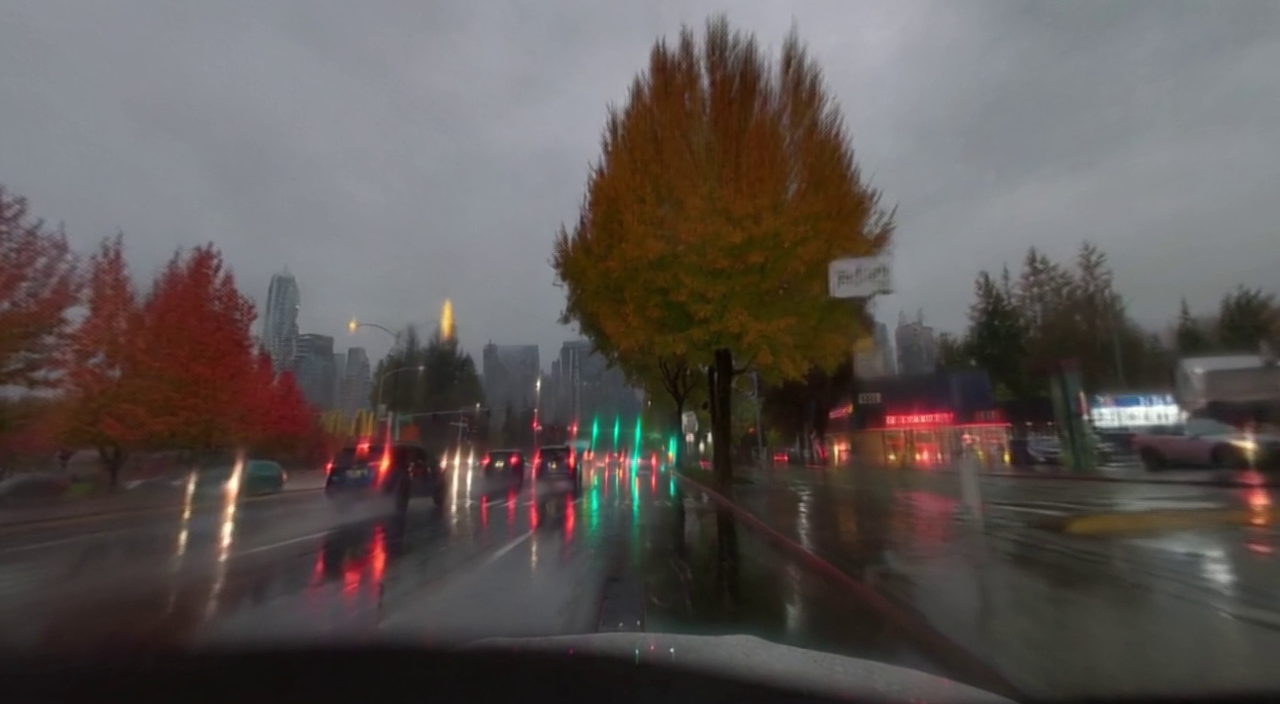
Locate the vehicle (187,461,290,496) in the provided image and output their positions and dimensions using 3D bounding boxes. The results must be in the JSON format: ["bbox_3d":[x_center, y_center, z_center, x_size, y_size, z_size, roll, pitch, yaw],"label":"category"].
[{"bbox_3d":[-19.842,6.232,31.427,1.852,1.507,4.791,0,-9,1],"label":"vehicle"}]

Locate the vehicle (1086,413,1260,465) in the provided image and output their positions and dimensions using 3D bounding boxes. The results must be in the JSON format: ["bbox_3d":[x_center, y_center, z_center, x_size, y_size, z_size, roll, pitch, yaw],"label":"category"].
[{"bbox_3d":[25.508,4.272,30.448,5.755,2.030,2.287,-6,-12,17],"label":"vehicle"}]

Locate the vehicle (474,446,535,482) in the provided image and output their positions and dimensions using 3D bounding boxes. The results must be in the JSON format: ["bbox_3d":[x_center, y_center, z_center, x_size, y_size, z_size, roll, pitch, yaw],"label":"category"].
[{"bbox_3d":[-7.017,5.870,33.181,2.069,1.719,4.441,0,-9,2],"label":"vehicle"}]

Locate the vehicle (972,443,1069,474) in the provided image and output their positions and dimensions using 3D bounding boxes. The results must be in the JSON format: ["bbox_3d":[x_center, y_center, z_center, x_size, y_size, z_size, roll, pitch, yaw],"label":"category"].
[{"bbox_3d":[20.347,5.706,33.892,1.899,1.521,4.410,2,-9,-11],"label":"vehicle"}]

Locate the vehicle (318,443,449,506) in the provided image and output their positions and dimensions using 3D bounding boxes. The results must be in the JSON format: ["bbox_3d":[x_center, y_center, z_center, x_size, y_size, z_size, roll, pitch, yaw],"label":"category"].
[{"bbox_3d":[-7.255,3.492,18.374,1.932,1.596,4.247,0,-9,1],"label":"vehicle"}]

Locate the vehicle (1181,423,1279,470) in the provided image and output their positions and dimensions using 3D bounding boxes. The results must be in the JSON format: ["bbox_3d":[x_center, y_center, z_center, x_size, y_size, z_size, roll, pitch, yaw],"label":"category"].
[{"bbox_3d":[21.603,3.291,21.816,3.875,1.540,1.894,1,-9,0],"label":"vehicle"}]

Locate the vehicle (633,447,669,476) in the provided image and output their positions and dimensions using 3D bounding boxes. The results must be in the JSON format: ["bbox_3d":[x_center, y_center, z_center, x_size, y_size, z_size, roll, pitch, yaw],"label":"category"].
[{"bbox_3d":[0.643,6.898,39.713,2.144,1.704,4.028,0,-9,0],"label":"vehicle"}]

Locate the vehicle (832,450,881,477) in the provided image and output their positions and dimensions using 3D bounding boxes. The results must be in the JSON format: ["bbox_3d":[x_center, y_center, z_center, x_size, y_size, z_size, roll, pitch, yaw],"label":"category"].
[{"bbox_3d":[14.322,7.383,41.896,1.963,1.703,4.447,0,-9,4],"label":"vehicle"}]

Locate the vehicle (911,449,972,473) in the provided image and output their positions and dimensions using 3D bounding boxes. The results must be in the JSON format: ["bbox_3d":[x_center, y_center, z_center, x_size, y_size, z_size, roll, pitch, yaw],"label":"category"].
[{"bbox_3d":[20.221,7.328,42.440,1.938,1.490,4.750,0,-9,2],"label":"vehicle"}]

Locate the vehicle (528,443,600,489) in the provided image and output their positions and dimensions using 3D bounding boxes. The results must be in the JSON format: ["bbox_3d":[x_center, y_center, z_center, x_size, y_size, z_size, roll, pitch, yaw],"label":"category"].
[{"bbox_3d":[-2.942,4.553,25.493,2.165,1.663,4.513,0,-9,2],"label":"vehicle"}]
